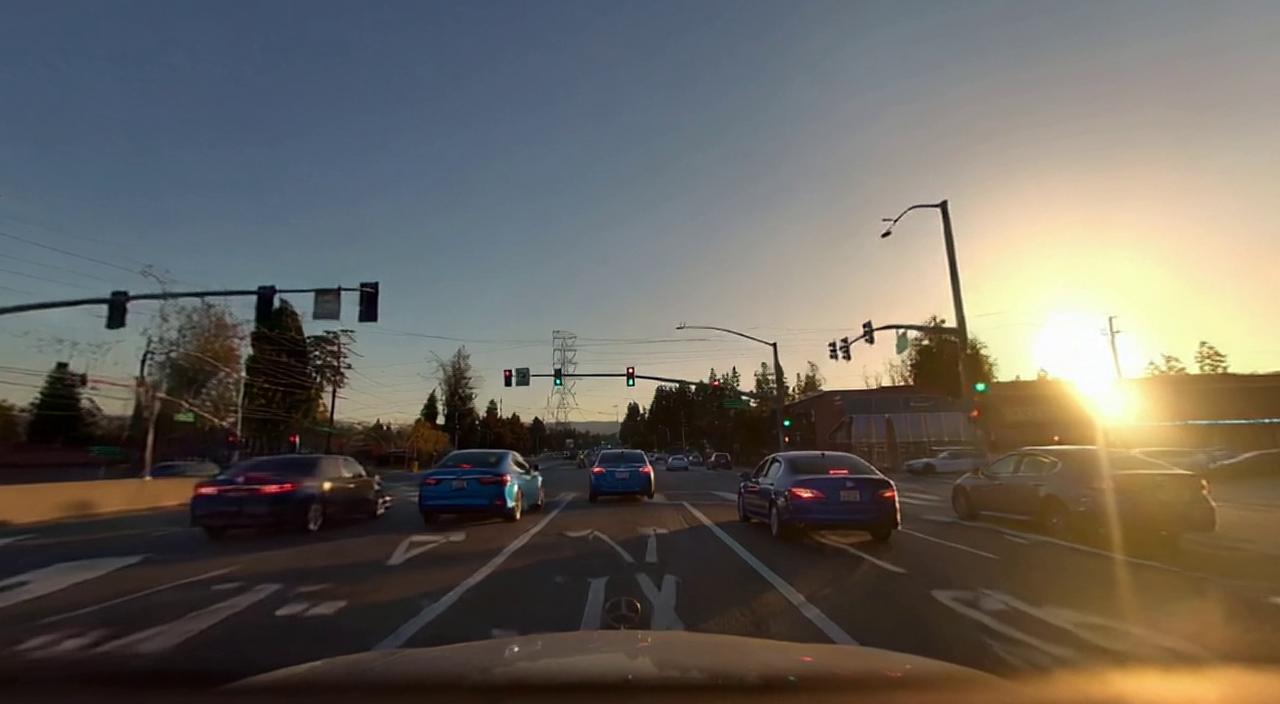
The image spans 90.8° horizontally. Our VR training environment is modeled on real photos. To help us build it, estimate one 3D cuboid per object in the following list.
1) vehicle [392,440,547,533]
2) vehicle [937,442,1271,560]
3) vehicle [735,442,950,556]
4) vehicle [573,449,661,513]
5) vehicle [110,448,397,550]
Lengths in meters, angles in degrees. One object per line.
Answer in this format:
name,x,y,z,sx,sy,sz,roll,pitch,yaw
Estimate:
vehicle,-3.322,2.695,13.353,2.073,1.606,4.364,0,-8,0
vehicle,6.887,2.207,10.195,2.004,1.455,4.417,0,-8,-1
vehicle,3.039,2.298,10.698,2.053,1.490,4.464,0,-8,-1
vehicle,-0.549,3.368,17.063,2.065,1.464,4.216,0,-8,0
vehicle,-6.736,2.581,12.066,2.032,1.448,5.500,0,-8,0
